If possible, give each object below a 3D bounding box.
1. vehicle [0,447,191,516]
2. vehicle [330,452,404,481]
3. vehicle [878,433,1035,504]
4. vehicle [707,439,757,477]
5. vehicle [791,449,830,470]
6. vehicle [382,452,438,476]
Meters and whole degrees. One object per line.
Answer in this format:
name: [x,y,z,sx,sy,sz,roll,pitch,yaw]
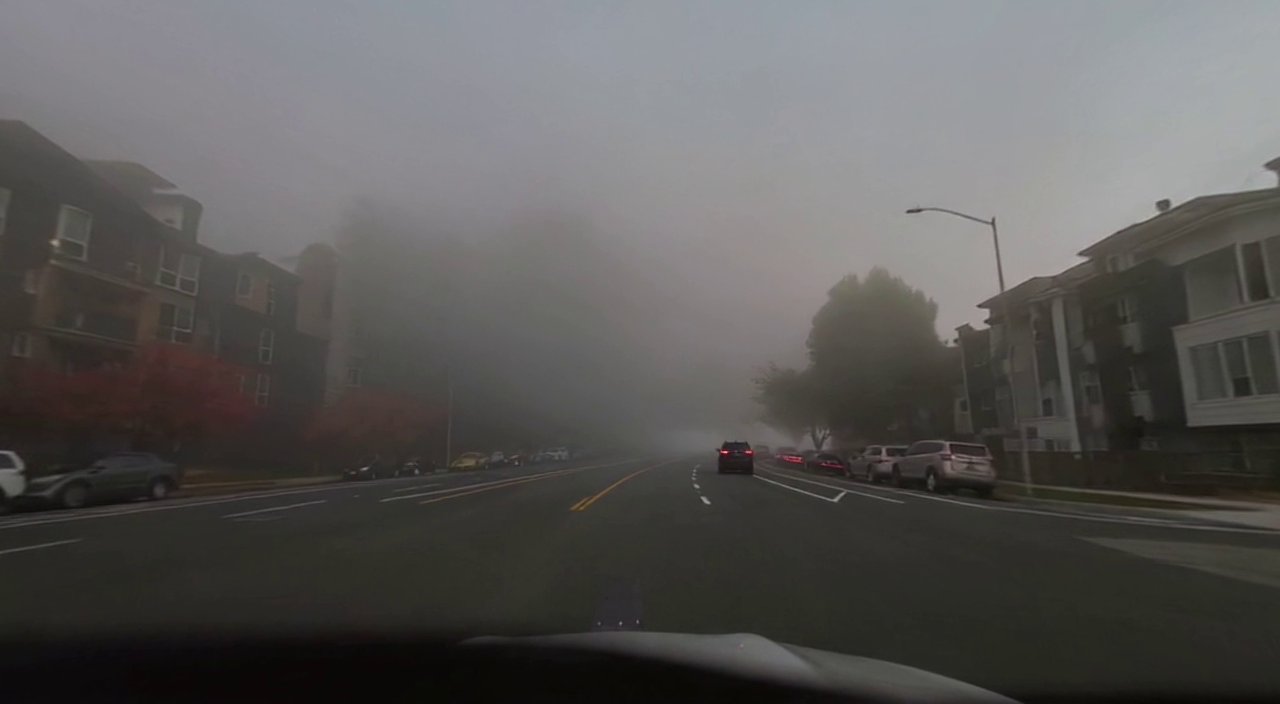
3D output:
vehicle: [-16.657,3.881,19.534,2.014,1.734,4.651,-2,-8,2]
vehicle: [-15.727,6.614,36.733,2.002,1.510,4.755,-1,-9,3]
vehicle: [10.256,3.804,21.244,2.460,2.002,5.900,-1,-8,3]
vehicle: [4.547,5.297,31.749,2.085,1.763,4.490,-1,-8,4]
vehicle: [12.251,7.760,45.755,1.856,1.448,4.484,-1,-9,4]
vehicle: [-15.311,7.477,42.308,1.822,1.478,4.275,-1,-9,6]
